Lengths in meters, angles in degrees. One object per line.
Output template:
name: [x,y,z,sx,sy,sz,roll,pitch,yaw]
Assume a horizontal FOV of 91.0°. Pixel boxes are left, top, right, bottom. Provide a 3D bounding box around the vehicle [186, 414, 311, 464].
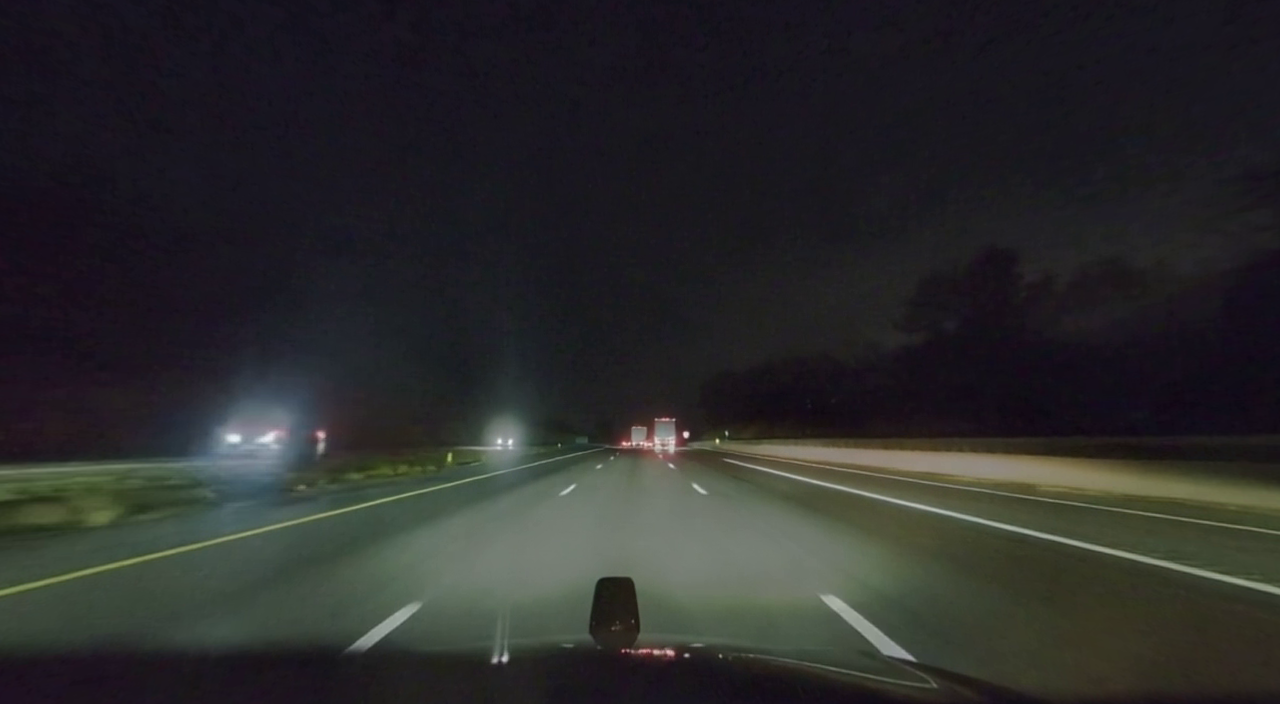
vehicle: [-16.342,3.686,26.693,2.101,1.902,4.985,-1,-8,0]
